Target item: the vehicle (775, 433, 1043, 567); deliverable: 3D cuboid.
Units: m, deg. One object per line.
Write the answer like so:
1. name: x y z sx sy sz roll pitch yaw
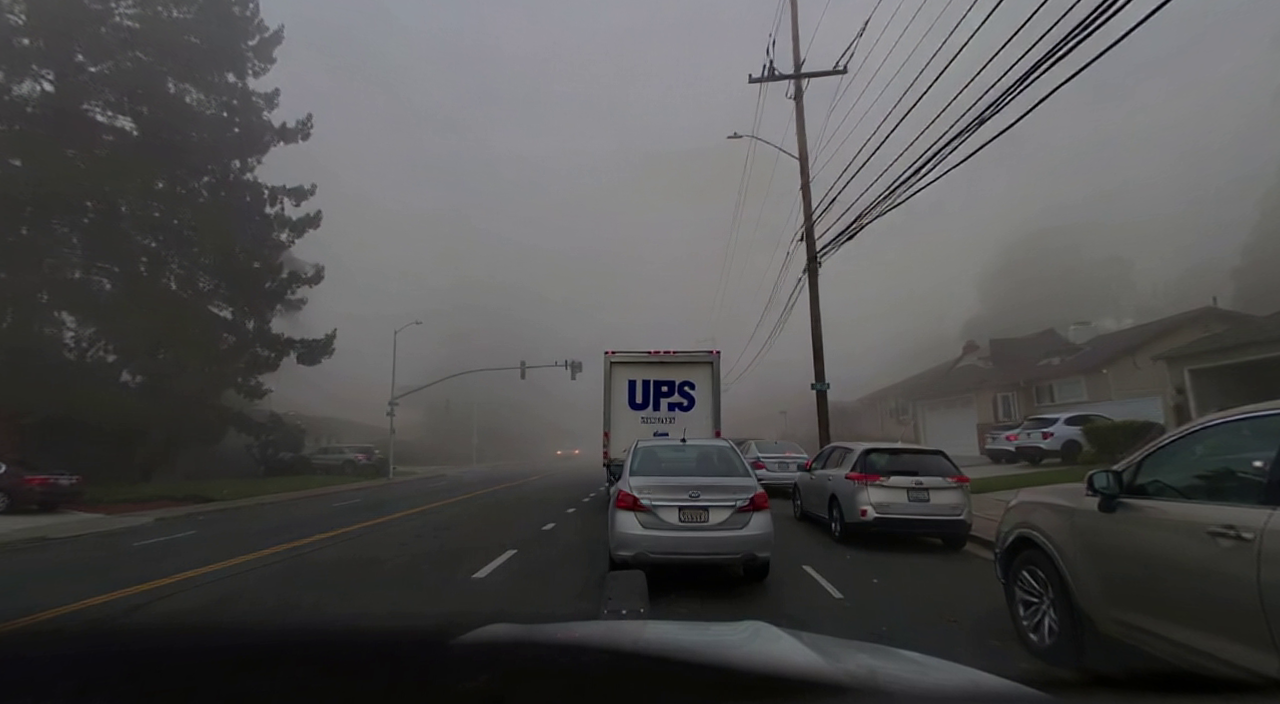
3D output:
1. vehicle: 3.509 2.001 9.343 1.993 1.479 4.487 0 -8 0

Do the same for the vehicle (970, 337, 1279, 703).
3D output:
1. vehicle: 3.310 0.770 1.922 2.069 1.722 4.888 0 -8 2

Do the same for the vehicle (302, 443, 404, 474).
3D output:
1. vehicle: -17.430 6.474 38.304 5.274 1.793 1.921 0 -8 3

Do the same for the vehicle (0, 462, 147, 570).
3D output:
1. vehicle: -10.351 2.485 9.477 1.925 1.482 4.753 0 -8 0

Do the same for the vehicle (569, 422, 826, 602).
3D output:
1. vehicle: 0.481 1.679 7.543 2.158 1.499 4.377 0 -8 0
